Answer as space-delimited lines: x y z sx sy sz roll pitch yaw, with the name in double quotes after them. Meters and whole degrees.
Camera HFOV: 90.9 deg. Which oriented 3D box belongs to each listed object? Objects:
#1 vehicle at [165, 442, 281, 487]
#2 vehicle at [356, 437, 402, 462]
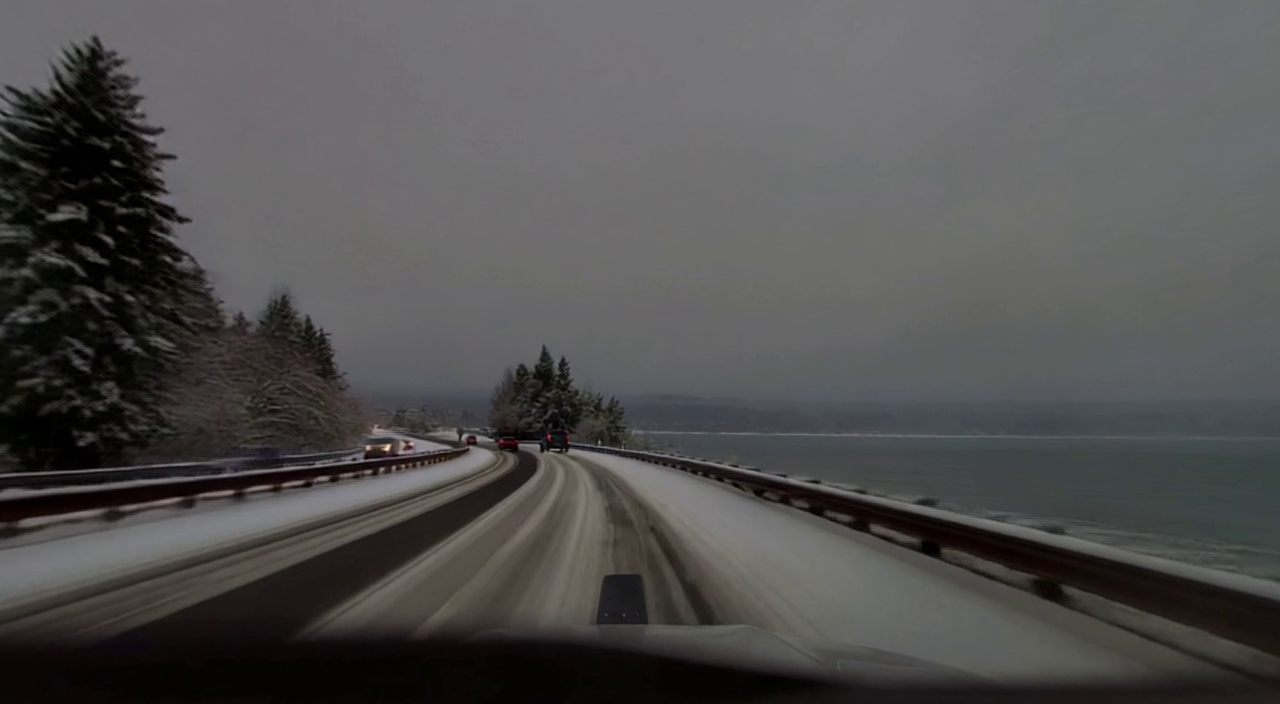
-16.511 4.431 25.292 1.929 1.611 4.479 1 -9 -6 "vehicle"
-19.401 7.270 47.073 2.276 1.759 4.462 2 -9 -12 "vehicle"
